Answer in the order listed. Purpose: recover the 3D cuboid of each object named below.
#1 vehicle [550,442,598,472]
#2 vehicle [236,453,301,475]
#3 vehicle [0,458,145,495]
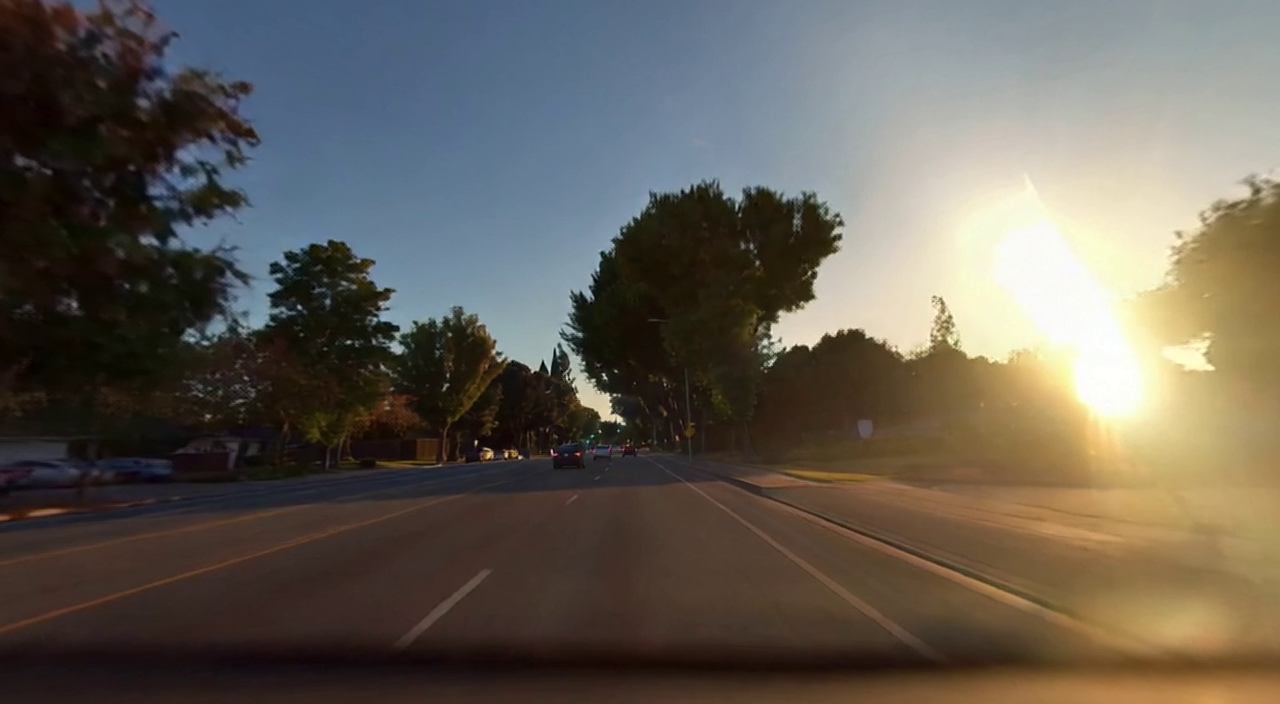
[{"bbox_3d":[-3.385,5.463,33.171,2.030,1.467,4.251,0,-9,0],"label":"vehicle"},{"bbox_3d":[-28.759,8.685,49.003,3.814,1.512,1.948,1,-8,2],"label":"vehicle"},{"bbox_3d":[-23.801,5.192,26.509,4.235,1.456,2.171,0,-9,1],"label":"vehicle"}]
